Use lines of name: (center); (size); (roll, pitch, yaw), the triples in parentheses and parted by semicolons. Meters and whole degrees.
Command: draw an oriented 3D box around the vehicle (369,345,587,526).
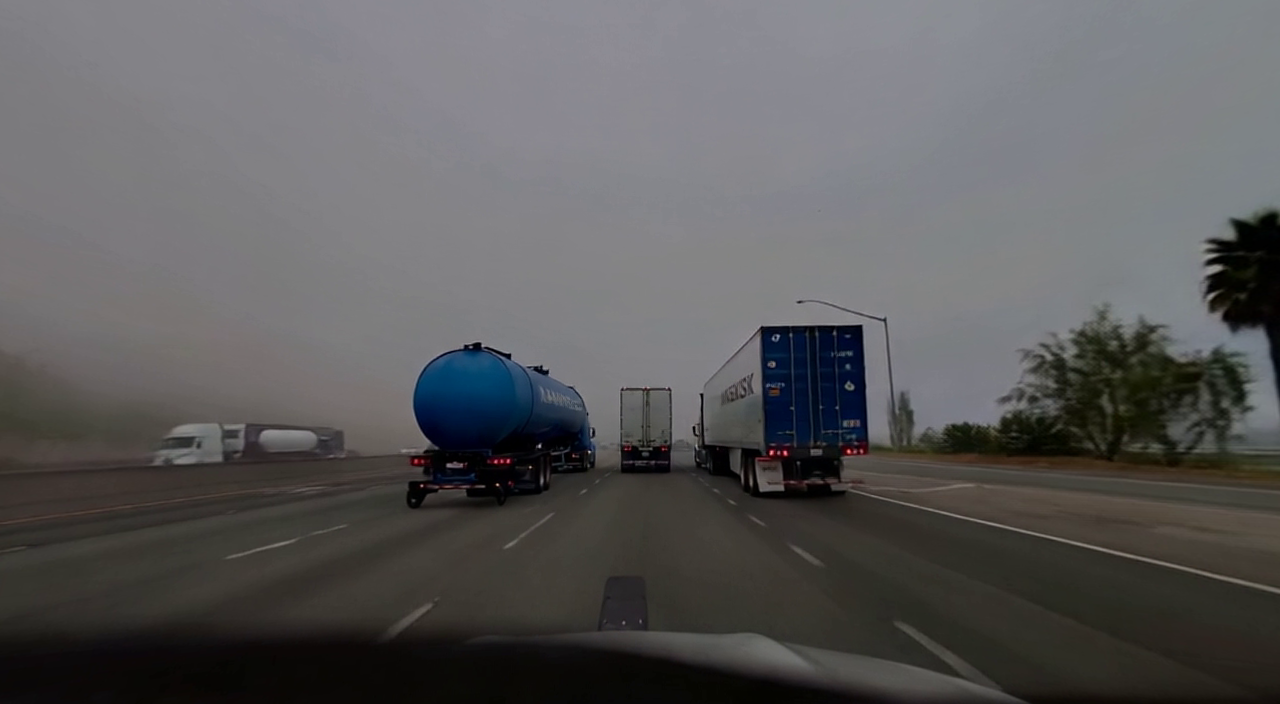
vehicle: (-3.356, 2.268, 16.883); (2.786, 3.228, 11.082); (0, -8, 1)

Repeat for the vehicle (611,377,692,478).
vehicle: (0.533, 4.207, 33.343); (3.097, 3.856, 18.209); (0, -8, 1)

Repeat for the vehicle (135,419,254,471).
vehicle: (-34.784, 7.295, 49.808); (3.097, 3.716, 8.360); (0, -8, 1)

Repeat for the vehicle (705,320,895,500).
vehicle: (4.450, 2.359, 21.988); (2.887, 4.178, 14.553); (0, -8, 0)
